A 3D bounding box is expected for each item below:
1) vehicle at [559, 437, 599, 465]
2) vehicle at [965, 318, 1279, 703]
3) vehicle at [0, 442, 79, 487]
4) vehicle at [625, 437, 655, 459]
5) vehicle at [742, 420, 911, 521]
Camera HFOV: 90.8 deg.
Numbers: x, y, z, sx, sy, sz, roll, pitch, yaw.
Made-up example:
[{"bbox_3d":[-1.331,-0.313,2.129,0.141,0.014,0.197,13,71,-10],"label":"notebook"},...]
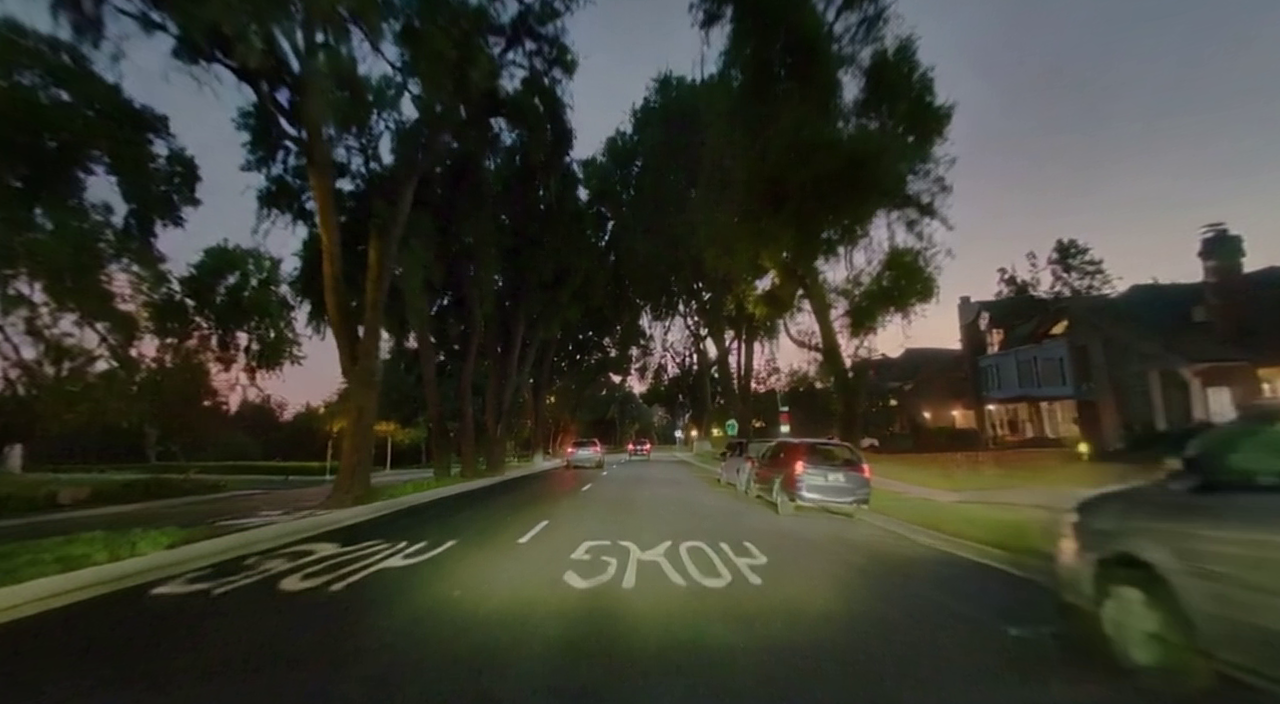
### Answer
[{"bbox_3d":[-3.830,6.288,40.417,2.129,1.668,4.722,0,-8,0],"label":"vehicle"},{"bbox_3d":[3.682,0.747,2.103,2.273,1.860,5.077,0,-9,-3],"label":"vehicle"},{"bbox_3d":[-46.966,8.571,47.619,6.687,2.839,2.880,-6,-8,-1],"label":"vehicle"},{"bbox_3d":[0.035,7.150,47.015,2.142,1.548,4.273,0,-8,0],"label":"vehicle"},{"bbox_3d":[3.620,2.406,13.322,2.113,1.760,4.432,0,-9,-1],"label":"vehicle"}]
